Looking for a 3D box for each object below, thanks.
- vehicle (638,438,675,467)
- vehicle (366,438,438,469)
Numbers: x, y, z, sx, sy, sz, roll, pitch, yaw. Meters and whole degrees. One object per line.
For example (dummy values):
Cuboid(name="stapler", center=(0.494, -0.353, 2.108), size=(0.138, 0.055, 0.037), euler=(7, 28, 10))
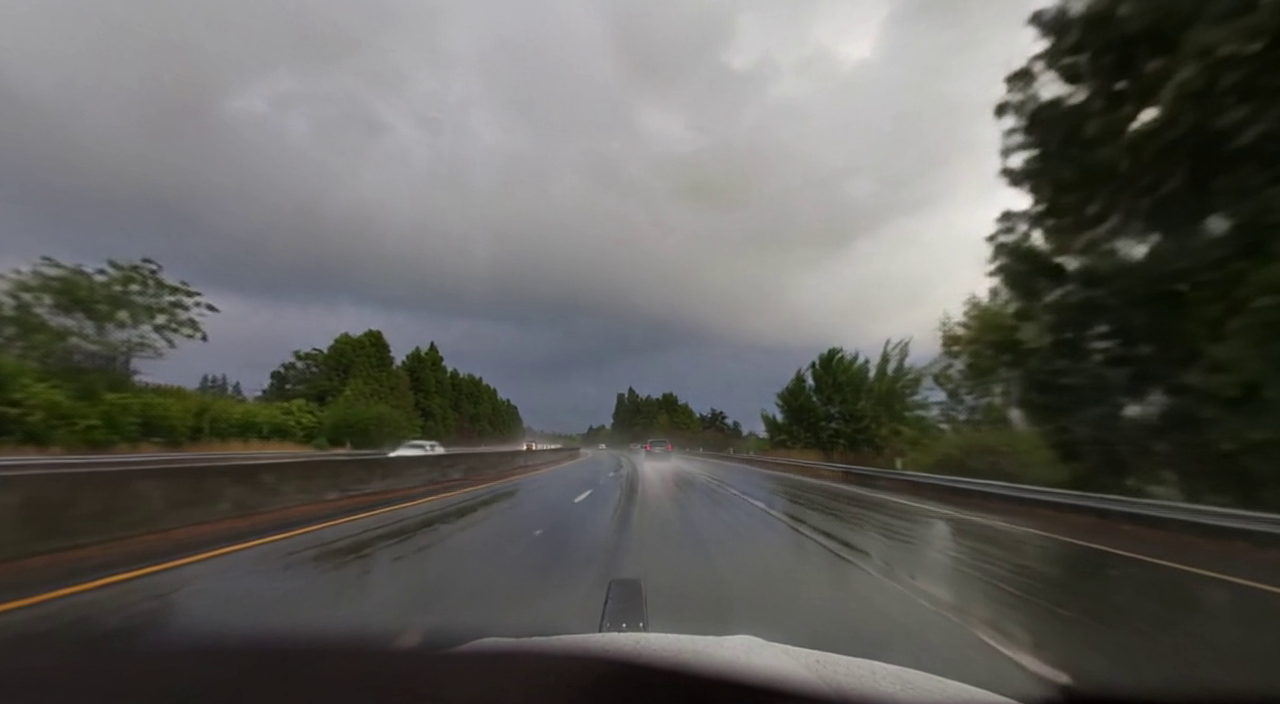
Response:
Cuboid(name="vehicle", center=(0.987, 6.263, 39.394), size=(2.079, 1.729, 4.380), euler=(0, -9, -2))
Cuboid(name="vehicle", center=(-12.325, 5.281, 32.940), size=(1.959, 1.502, 4.560), euler=(0, -9, 1))
